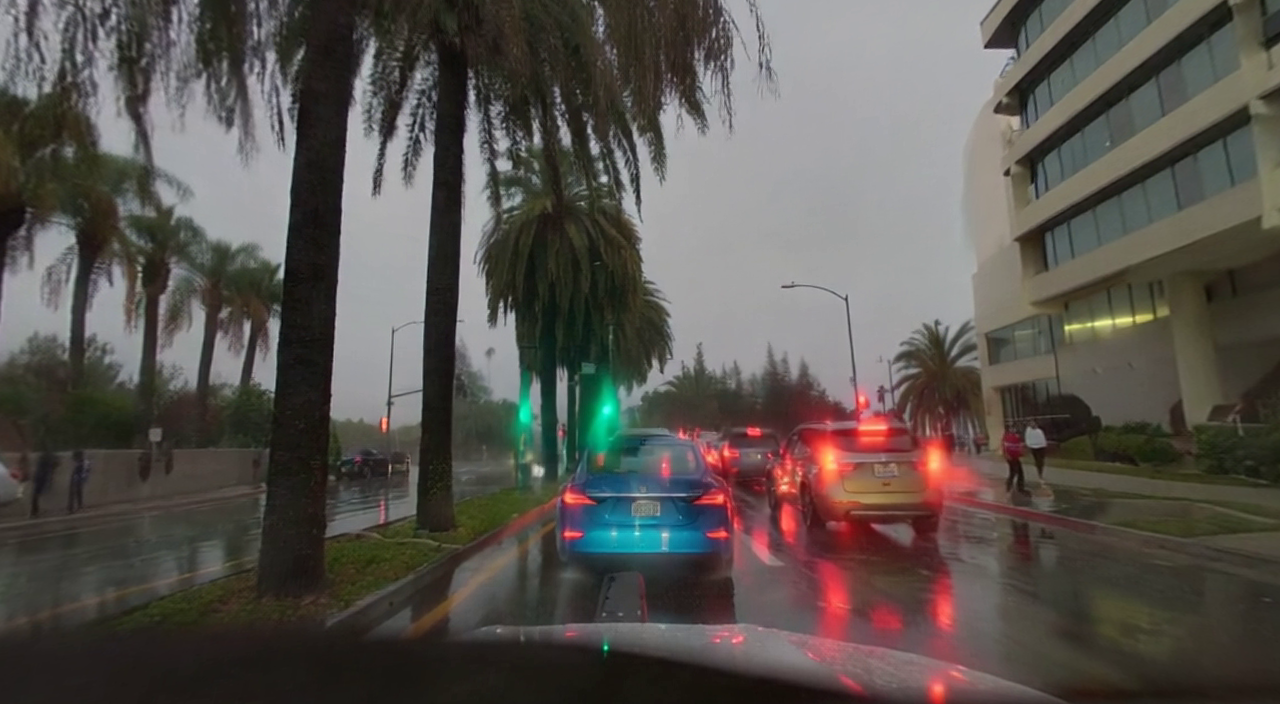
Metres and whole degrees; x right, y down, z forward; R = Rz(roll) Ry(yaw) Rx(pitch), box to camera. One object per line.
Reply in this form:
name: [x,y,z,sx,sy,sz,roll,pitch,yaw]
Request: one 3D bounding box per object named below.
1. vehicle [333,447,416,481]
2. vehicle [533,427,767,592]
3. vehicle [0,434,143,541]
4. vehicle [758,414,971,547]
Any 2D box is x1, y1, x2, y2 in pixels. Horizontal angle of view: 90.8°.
vehicle: [-13.176,5.566,31.723,1.965,1.507,4.725,-1,-8,2]
vehicle: [0.133,1.714,7.715,2.088,1.452,3.993,0,-8,1]
vehicle: [-13.057,2.718,12.293,2.240,1.964,5.707,-6,-8,0]
vehicle: [3.374,2.020,10.564,2.003,1.733,4.319,0,-8,1]
